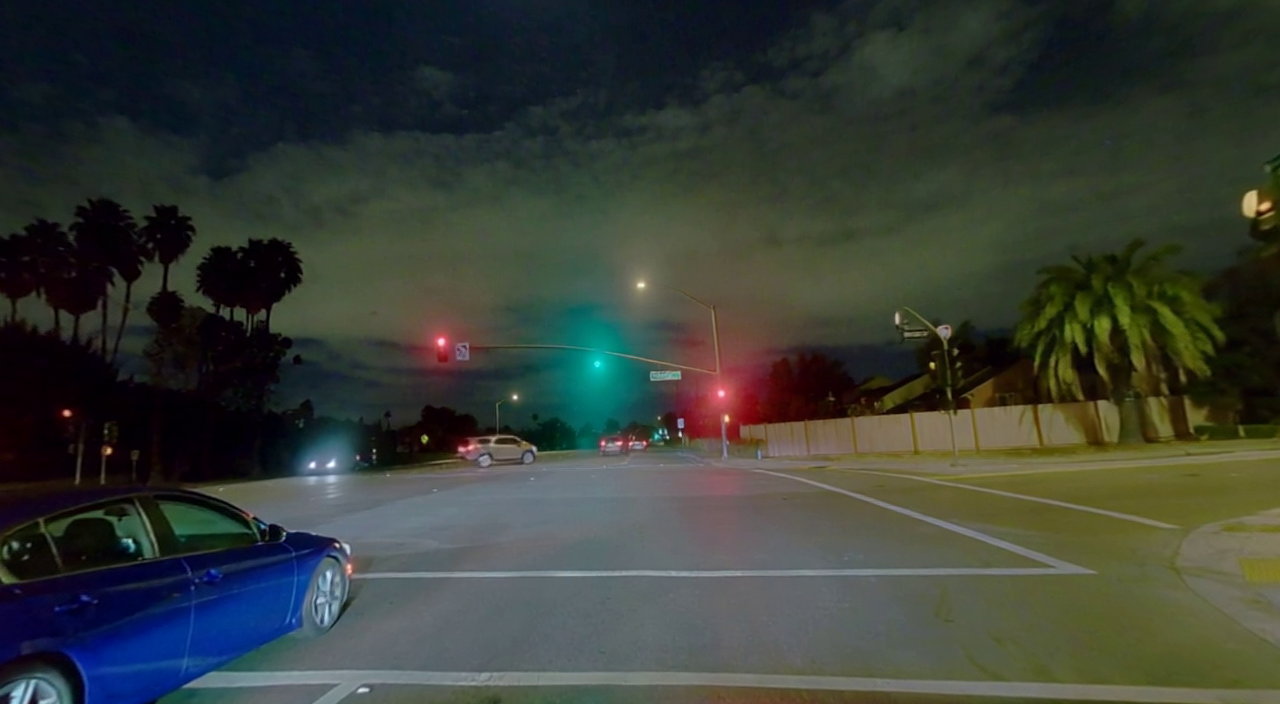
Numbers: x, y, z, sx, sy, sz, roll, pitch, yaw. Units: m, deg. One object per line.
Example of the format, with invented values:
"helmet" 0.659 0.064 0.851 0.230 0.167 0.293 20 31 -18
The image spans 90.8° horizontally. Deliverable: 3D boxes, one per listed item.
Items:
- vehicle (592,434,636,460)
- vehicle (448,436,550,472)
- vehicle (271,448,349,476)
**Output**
"vehicle" -1.857 7.105 47.141 2.393 1.775 5.204 -1 -9 7
"vehicle" -6.666 4.875 30.381 2.083 1.541 4.777 -5 -10 29
"vehicle" -20.002 6.662 38.547 2.084 1.528 4.778 -1 -9 2
